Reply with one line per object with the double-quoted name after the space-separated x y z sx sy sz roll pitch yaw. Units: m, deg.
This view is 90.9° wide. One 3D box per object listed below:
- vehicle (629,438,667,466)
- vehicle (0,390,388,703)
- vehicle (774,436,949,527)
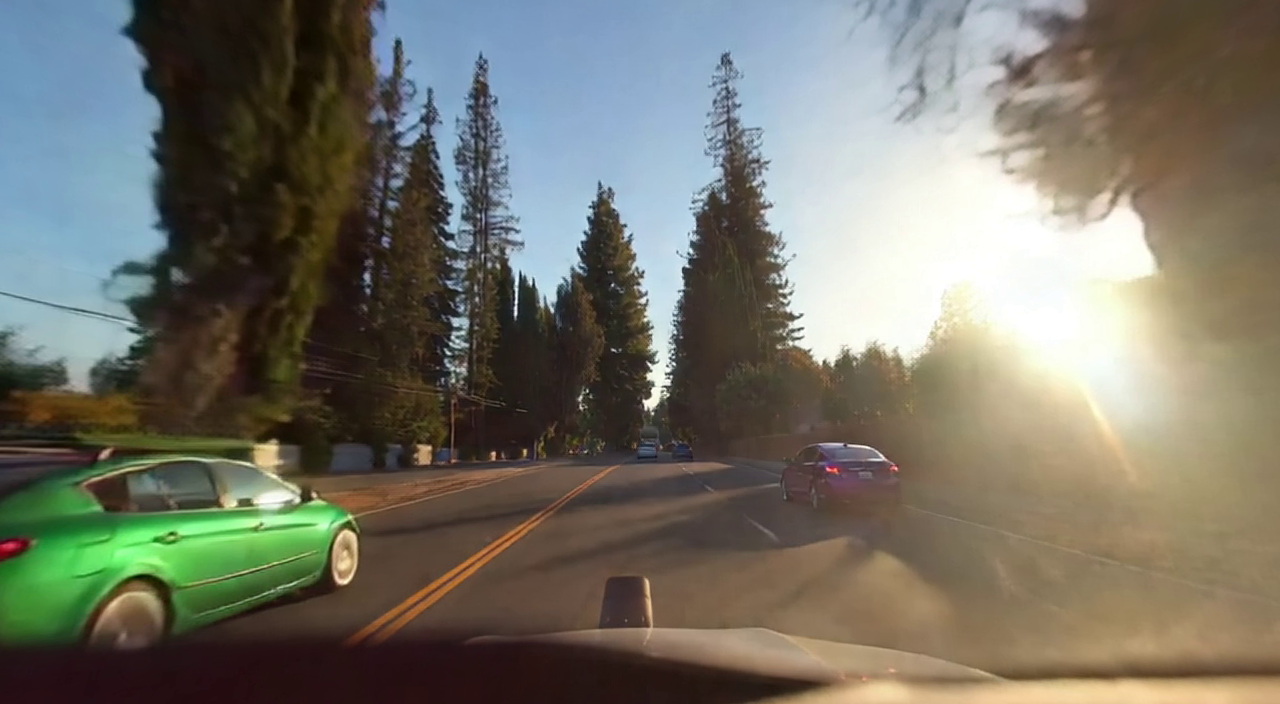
0.512 6.070 38.650 2.206 1.525 4.695 -1 -7 1 "vehicle"
-3.691 1.122 3.966 2.162 1.546 4.889 -1 -7 0 "vehicle"
4.170 2.456 12.790 1.943 1.471 4.515 -1 -7 0 "vehicle"
